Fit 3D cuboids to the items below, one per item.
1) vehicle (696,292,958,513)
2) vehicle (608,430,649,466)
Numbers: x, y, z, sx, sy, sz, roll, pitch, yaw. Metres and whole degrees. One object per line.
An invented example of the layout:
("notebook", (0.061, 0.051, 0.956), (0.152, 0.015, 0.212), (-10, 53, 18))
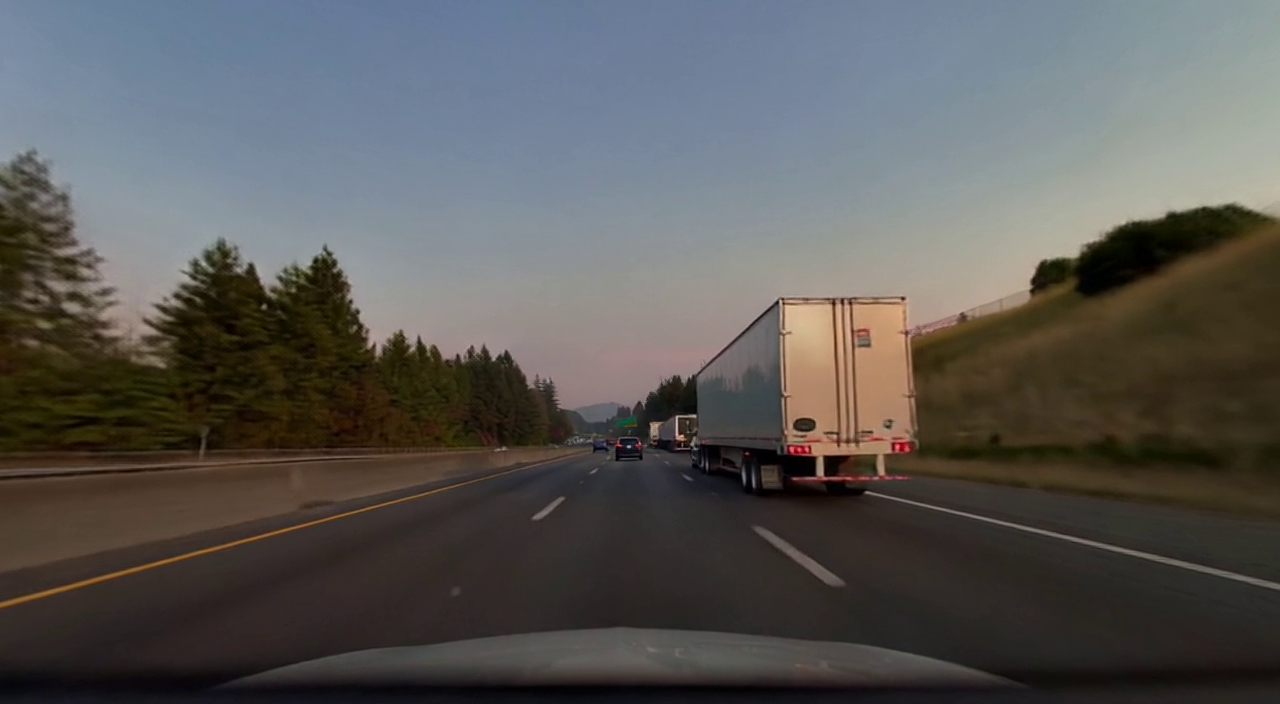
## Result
("vehicle", (4.084, 1.912, 18.935), (3.005, 4.121, 14.417), (0, -8, -2))
("vehicle", (-0.675, 5.496, 36.141), (2.211, 1.933, 4.315), (0, -8, -1))
